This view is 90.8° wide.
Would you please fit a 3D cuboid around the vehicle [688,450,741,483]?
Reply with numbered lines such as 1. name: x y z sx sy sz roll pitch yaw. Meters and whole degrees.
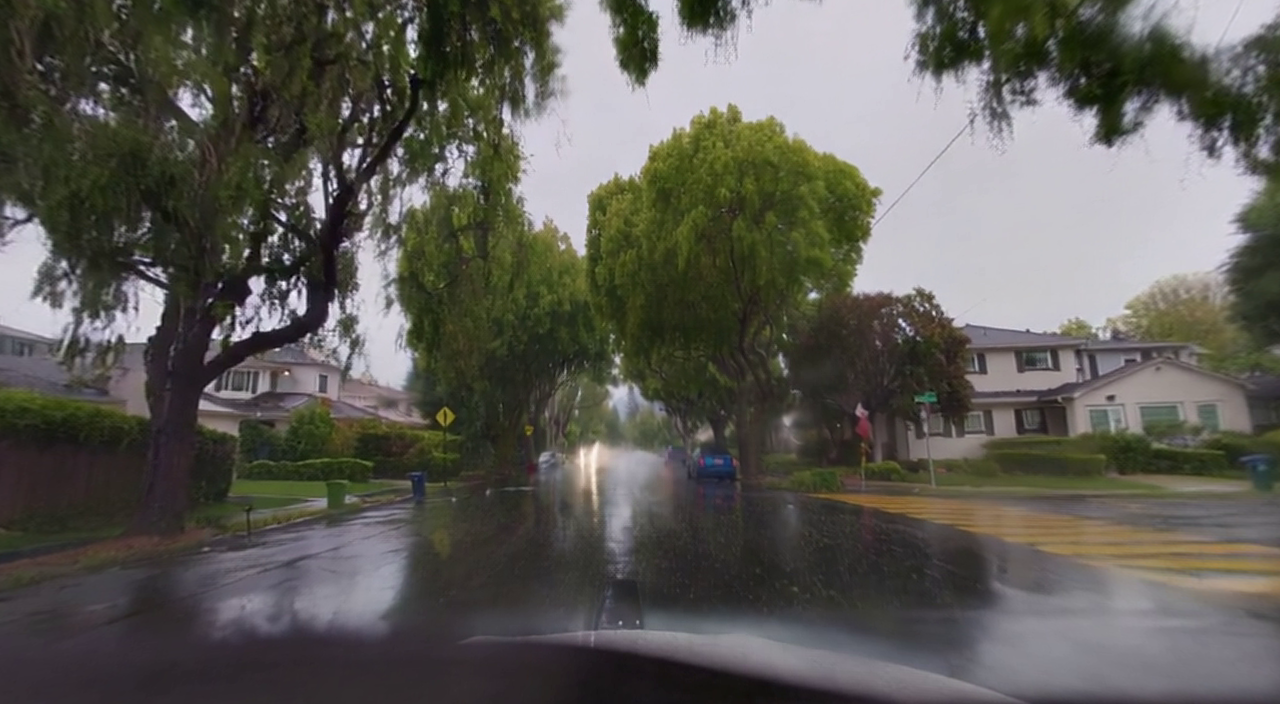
1. vehicle: 3.629 5.633 31.460 1.961 1.472 4.434 0 -9 -2
